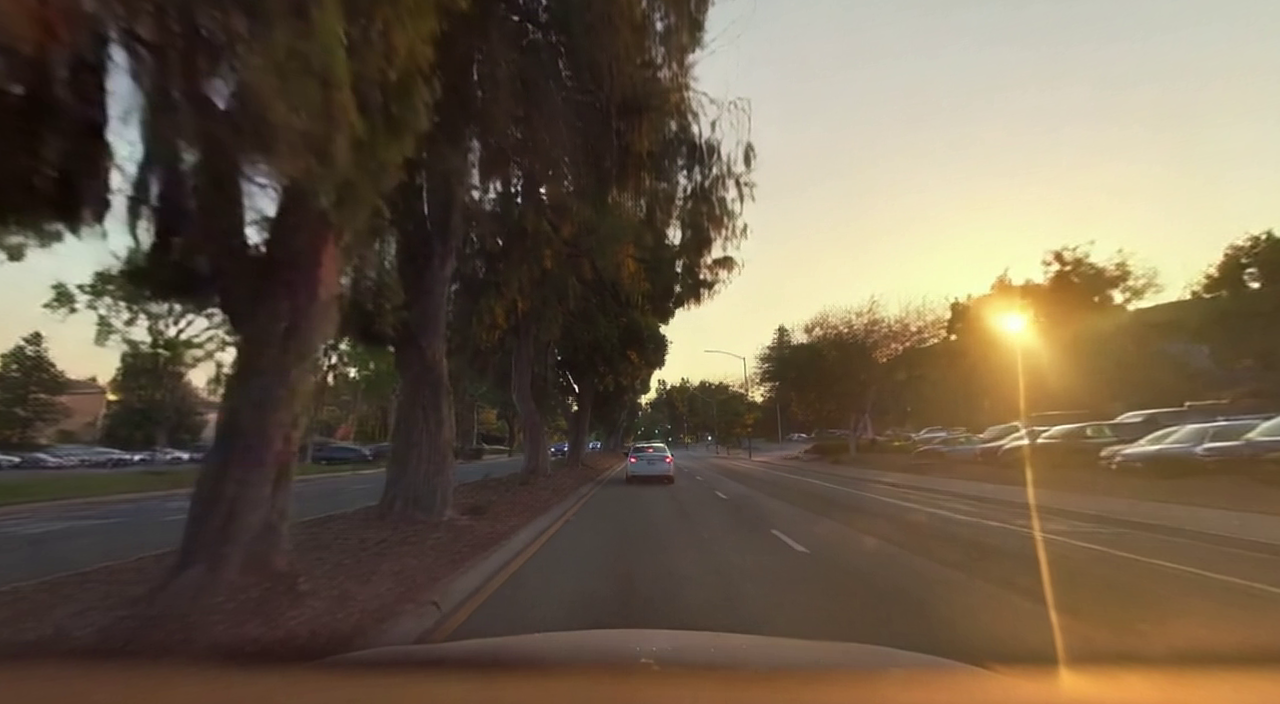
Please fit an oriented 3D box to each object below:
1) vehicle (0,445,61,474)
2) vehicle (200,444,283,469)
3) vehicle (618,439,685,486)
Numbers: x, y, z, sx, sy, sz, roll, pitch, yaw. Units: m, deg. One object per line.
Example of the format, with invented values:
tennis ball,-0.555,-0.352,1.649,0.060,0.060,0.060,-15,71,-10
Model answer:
vehicle,-42.454,7.241,42.585,4.467,1.834,2.087,0,-8,-1
vehicle,-30.079,7.891,47.710,4.764,1.786,2.091,0,-8,0
vehicle,0.330,3.763,21.833,2.093,1.442,3.977,0,-8,-1
